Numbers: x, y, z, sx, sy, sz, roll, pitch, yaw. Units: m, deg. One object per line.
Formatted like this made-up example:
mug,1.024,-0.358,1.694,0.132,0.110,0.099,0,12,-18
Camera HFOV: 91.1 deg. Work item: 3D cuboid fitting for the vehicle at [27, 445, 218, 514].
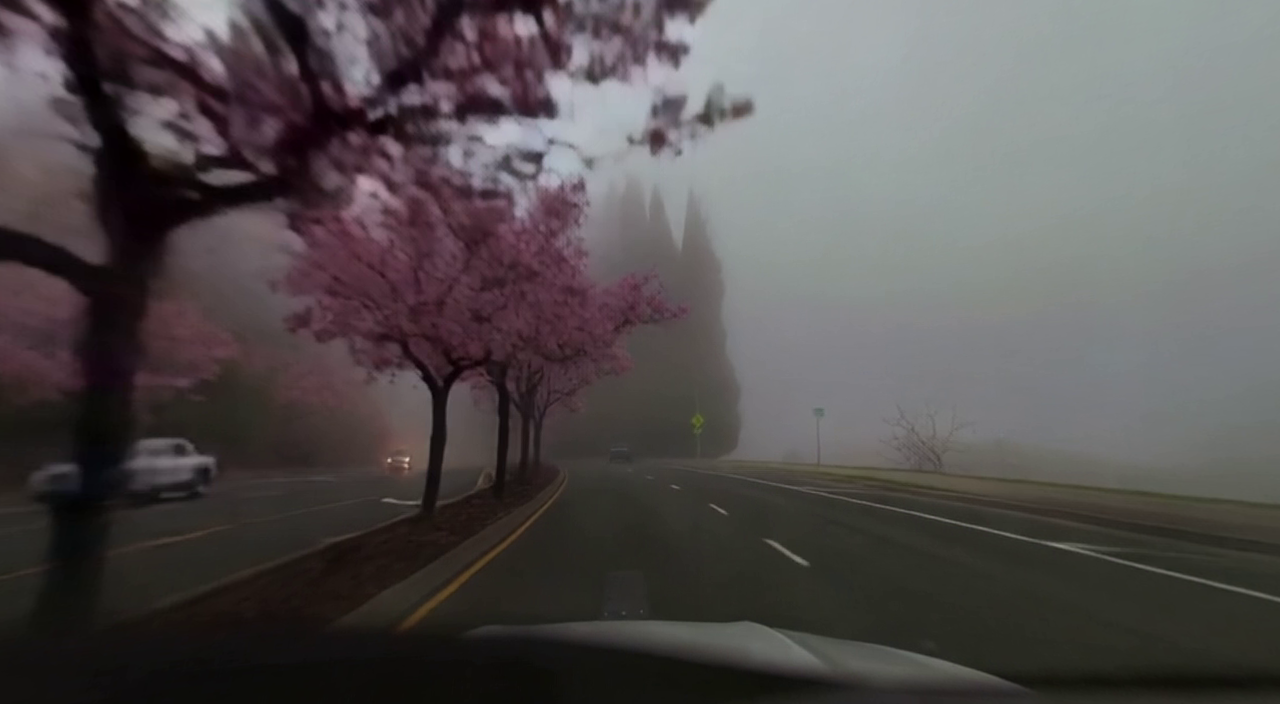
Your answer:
vehicle,-14.371,3.507,17.848,1.985,1.705,4.209,0,-9,-4

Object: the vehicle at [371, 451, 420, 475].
vehicle,-17.260,7.806,44.512,2.046,1.523,4.802,1,-9,-7
